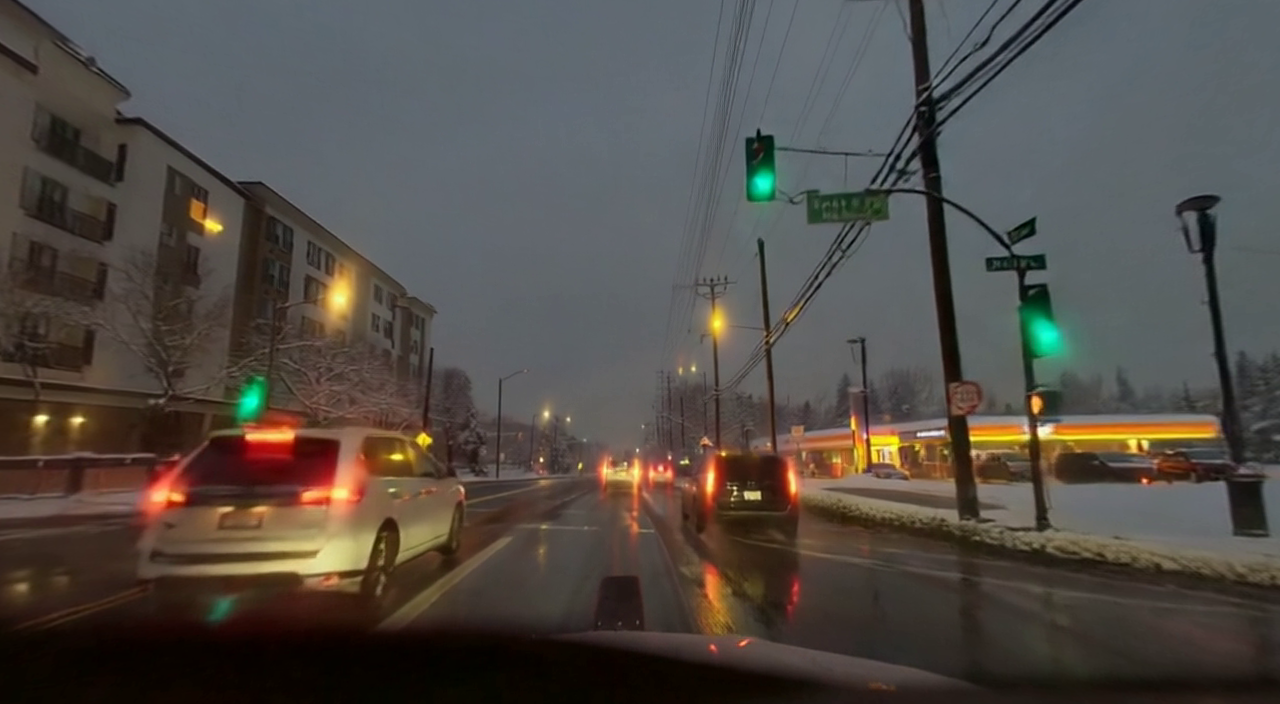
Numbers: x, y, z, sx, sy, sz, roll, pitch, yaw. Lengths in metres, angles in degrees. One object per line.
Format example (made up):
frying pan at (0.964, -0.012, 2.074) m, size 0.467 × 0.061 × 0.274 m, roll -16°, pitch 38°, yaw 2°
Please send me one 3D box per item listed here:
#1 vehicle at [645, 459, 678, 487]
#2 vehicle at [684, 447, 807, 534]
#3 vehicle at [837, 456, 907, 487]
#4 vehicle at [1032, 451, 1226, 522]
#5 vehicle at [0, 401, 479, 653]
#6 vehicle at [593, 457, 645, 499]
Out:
vehicle at (1.451, 8.380, 44.028) m, size 1.953 × 1.687 × 4.094 m, roll 0°, pitch -8°, yaw -2°
vehicle at (2.245, 3.061, 14.656) m, size 1.945 × 1.647 × 4.160 m, roll 0°, pitch -8°, yaw -3°
vehicle at (12.883, 6.650, 35.471) m, size 1.846 × 1.480 × 4.649 m, roll 0°, pitch -8°, yaw -5°
vehicle at (12.257, 3.297, 15.880) m, size 4.048 × 1.539 × 1.820 m, roll 3°, pitch -9°, yaw -19°
vehicle at (-3.354, 1.511, 6.623) m, size 2.221 × 1.706 × 4.451 m, roll 0°, pitch -8°, yaw -1°
vehicle at (-0.830, 5.177, 26.338) m, size 1.999 × 1.487 × 3.939 m, roll 0°, pitch -8°, yaw -1°
